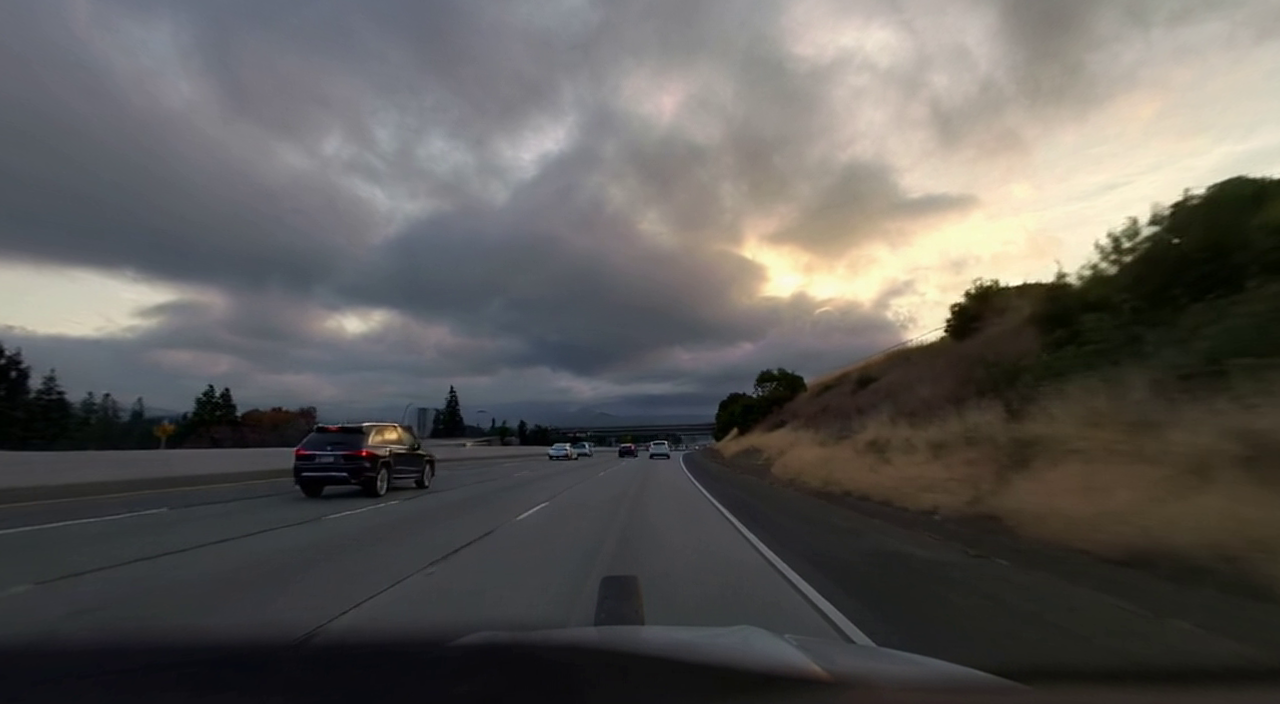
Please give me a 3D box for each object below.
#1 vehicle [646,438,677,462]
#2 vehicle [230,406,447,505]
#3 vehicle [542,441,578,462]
[{"bbox_3d":[1.610,7.217,46.509,2.141,1.706,4.065,0,-8,2],"label":"vehicle"},{"bbox_3d":[-6.938,2.484,15.516,2.438,1.967,5.596,0,-8,2],"label":"vehicle"},{"bbox_3d":[-6.050,7.535,48.007,1.986,1.534,4.255,0,-8,3],"label":"vehicle"}]
